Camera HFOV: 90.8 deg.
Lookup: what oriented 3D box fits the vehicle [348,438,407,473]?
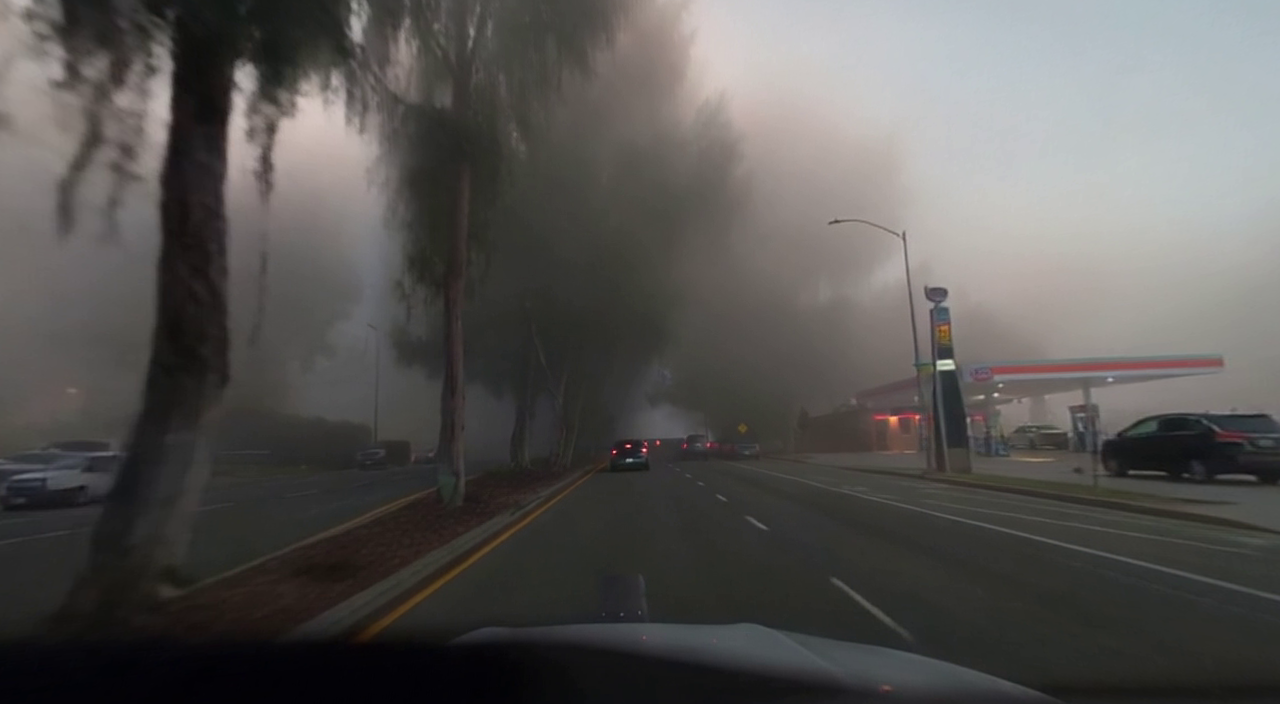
[{"bbox_3d":[-18.925,7.399,45.816,2.222,2.141,5.390,-1,-6,-2],"label":"vehicle"}]

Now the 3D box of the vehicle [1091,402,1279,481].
[{"bbox_3d":[15.382,2.468,17.365,2.368,1.868,4.724,0,-8,-1],"label":"vehicle"}]

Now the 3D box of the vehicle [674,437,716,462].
[{"bbox_3d":[3.368,6.072,39.488,2.124,1.476,4.730,0,-8,-1],"label":"vehicle"}]

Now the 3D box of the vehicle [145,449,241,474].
[{"bbox_3d":[-27.478,6.721,38.920,4.413,1.451,1.882,0,-9,0],"label":"vehicle"}]

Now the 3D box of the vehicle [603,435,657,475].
[{"bbox_3d":[-0.365,4.195,25.905,2.052,1.488,3.779,0,-8,0],"label":"vehicle"}]

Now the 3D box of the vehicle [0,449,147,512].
[{"bbox_3d":[-18.748,4.024,20.343,2.004,1.758,4.594,0,-8,0],"label":"vehicle"}]

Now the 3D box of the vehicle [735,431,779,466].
[{"bbox_3d":[6.252,5.218,34.291,2.117,1.757,4.969,-1,-9,8],"label":"vehicle"}]
